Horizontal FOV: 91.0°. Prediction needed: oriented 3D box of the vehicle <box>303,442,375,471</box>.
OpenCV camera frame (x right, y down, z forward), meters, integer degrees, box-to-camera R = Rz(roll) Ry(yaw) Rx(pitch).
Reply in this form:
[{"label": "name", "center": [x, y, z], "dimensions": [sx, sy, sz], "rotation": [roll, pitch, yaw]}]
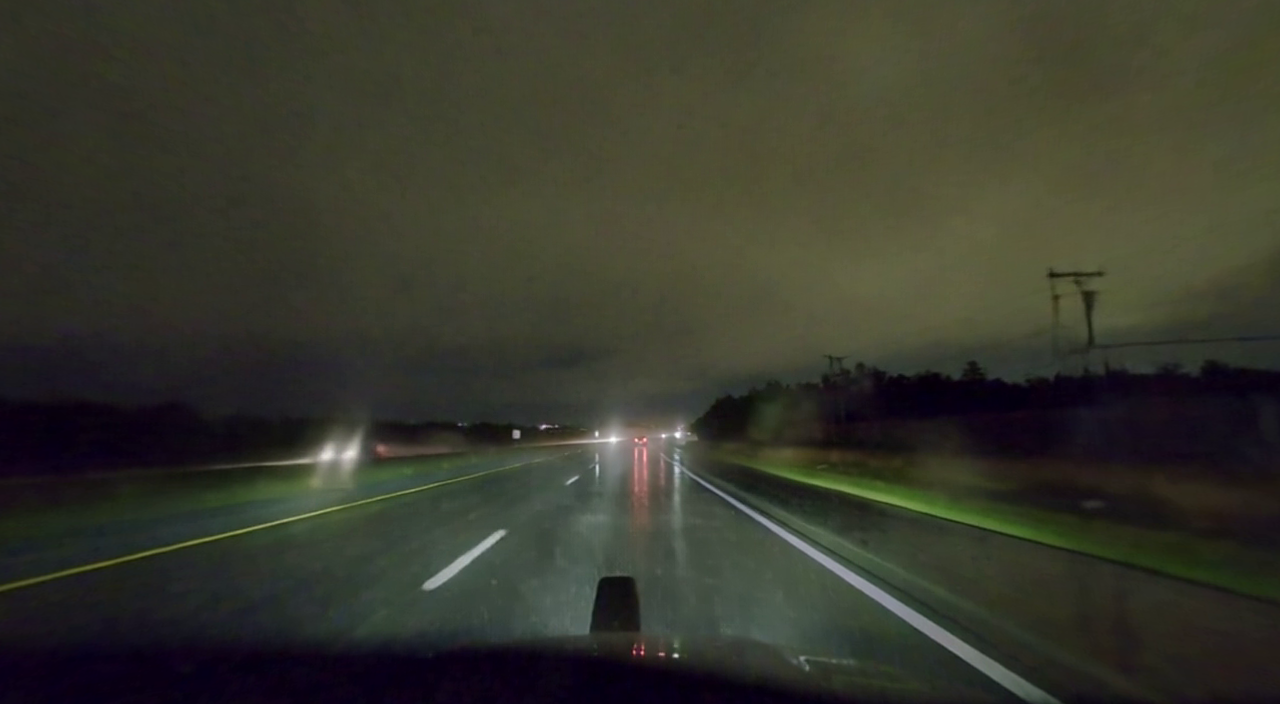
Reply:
[{"label": "vehicle", "center": [-16.657, 5.759, 35.066], "dimensions": [1.858, 1.464, 4.410], "rotation": [0, -8, 0]}]
